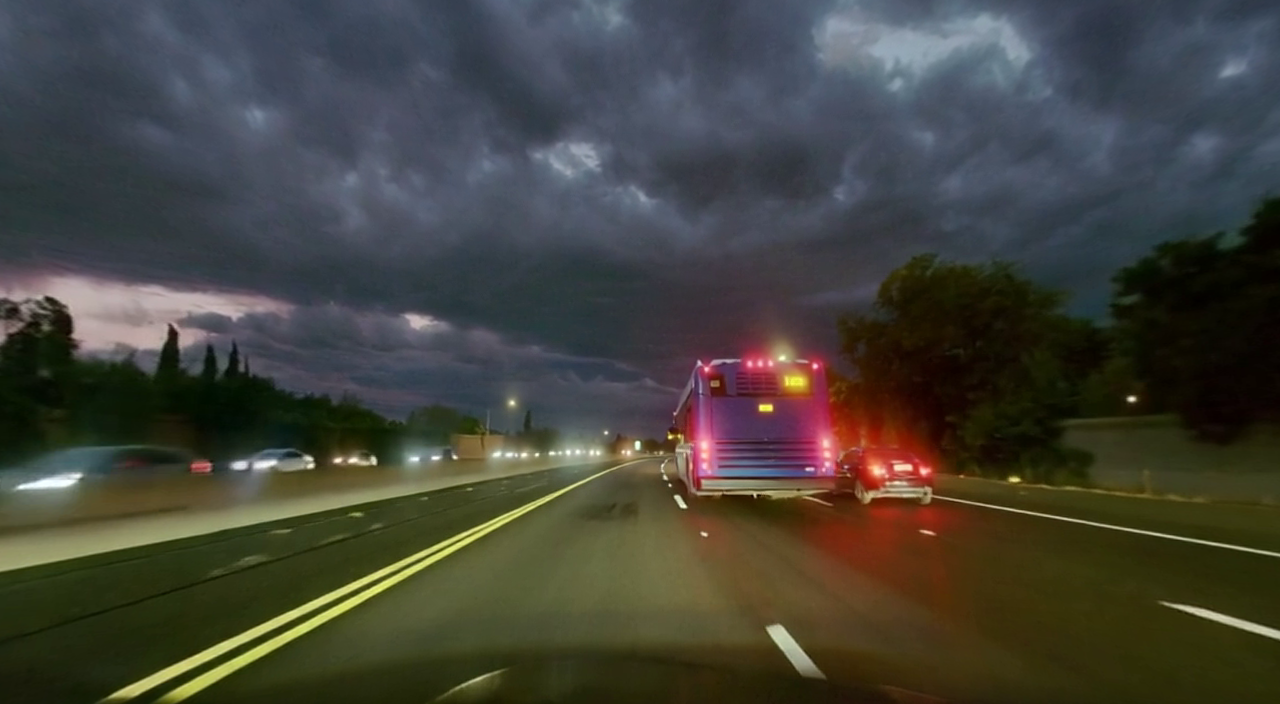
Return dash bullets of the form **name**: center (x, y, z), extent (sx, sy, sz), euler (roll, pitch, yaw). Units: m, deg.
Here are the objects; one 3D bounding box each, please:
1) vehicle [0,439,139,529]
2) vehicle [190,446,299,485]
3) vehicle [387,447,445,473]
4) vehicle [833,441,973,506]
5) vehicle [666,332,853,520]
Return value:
- **vehicle**: center (-12.088, 2.392, 11.606), extent (2.012, 1.527, 4.519), euler (0, -9, 1)
- **vehicle**: center (-18.608, 5.315, 30.010), extent (2.007, 1.679, 4.679), euler (-1, -9, 2)
- **vehicle**: center (-14.443, 6.973, 40.999), extent (1.940, 1.604, 4.525), euler (-1, -9, 2)
- **vehicle**: center (7.155, 3.306, 17.808), extent (2.047, 1.479, 4.593), euler (-3, -8, 2)
- **vehicle**: center (2.555, 2.484, 19.377), extent (3.144, 3.580, 14.591), euler (0, -9, 1)
